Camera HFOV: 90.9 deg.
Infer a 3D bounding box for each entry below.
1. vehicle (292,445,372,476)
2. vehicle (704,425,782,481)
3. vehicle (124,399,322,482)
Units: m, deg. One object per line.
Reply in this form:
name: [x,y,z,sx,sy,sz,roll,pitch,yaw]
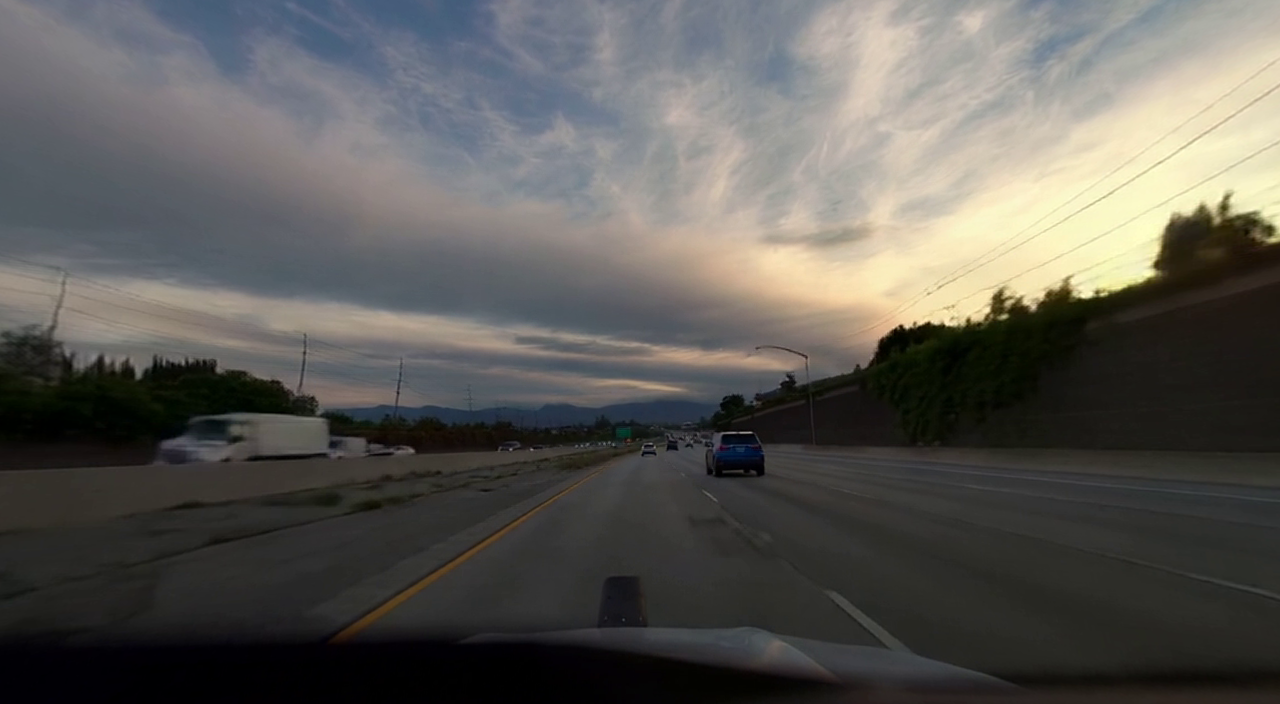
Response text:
vehicle: [-16.743,5.888,34.573,2.251,1.579,4.262,0,-8,0]
vehicle: [3.697,3.722,23.444,2.120,1.832,4.287,0,-8,-1]
vehicle: [-20.288,4.491,31.885,3.294,3.481,9.753,0,-8,0]
